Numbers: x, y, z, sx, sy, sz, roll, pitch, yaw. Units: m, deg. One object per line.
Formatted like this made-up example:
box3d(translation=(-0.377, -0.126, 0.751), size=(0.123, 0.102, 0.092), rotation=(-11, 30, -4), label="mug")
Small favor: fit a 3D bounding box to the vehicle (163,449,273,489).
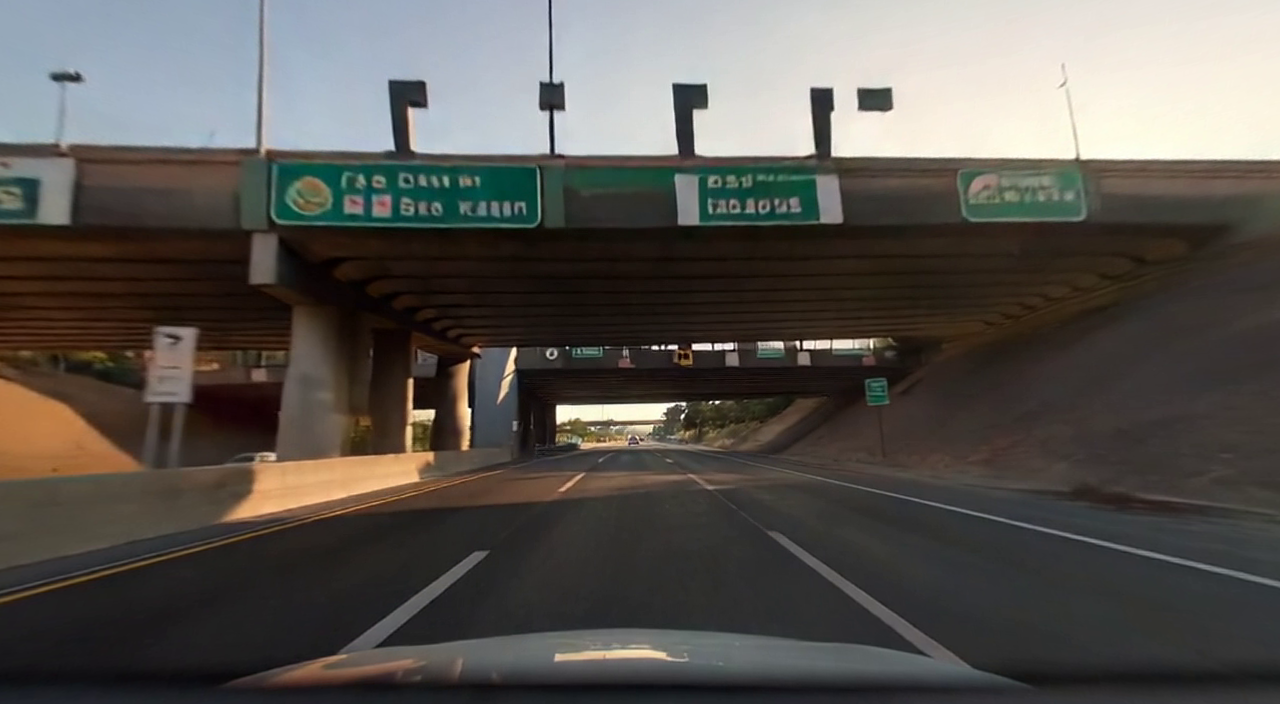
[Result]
box3d(translation=(-18.010, 4.967, 27.122), size=(1.911, 1.468, 4.258), rotation=(0, -8, -2), label="vehicle")
